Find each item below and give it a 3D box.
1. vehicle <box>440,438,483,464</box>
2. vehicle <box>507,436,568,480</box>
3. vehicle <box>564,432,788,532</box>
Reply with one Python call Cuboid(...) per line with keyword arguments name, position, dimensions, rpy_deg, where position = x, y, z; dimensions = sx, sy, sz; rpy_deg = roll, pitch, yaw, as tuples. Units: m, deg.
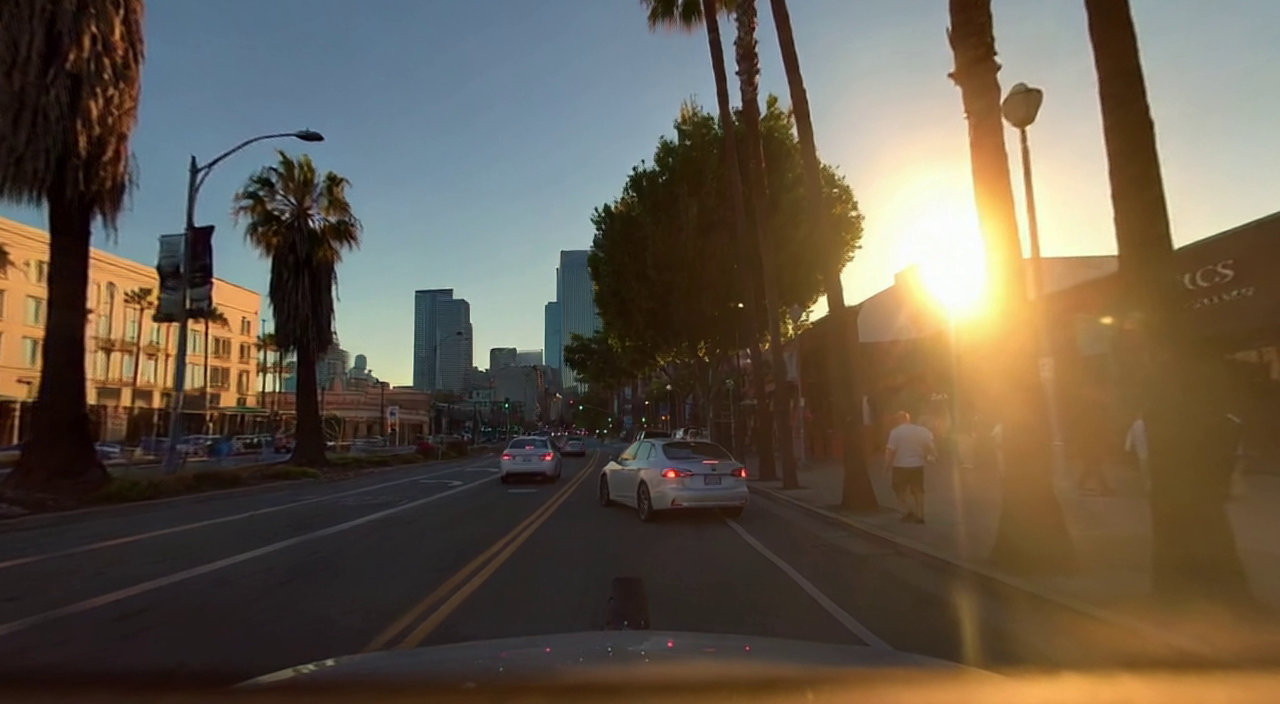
Cuboid(name="vehicle", position=(-11.530, 6.415, 40.994), dimensions=(1.930, 1.583, 4.423), rpy_deg=(0, -9, -5))
Cuboid(name="vehicle", position=(-4.073, 4.277, 25.645), dimensions=(2.039, 1.628, 4.331), rpy_deg=(0, -9, -4))
Cuboid(name="vehicle", position=(0.411, 2.332, 11.976), dimensions=(1.930, 1.477, 4.657), rpy_deg=(5, -10, -30))
